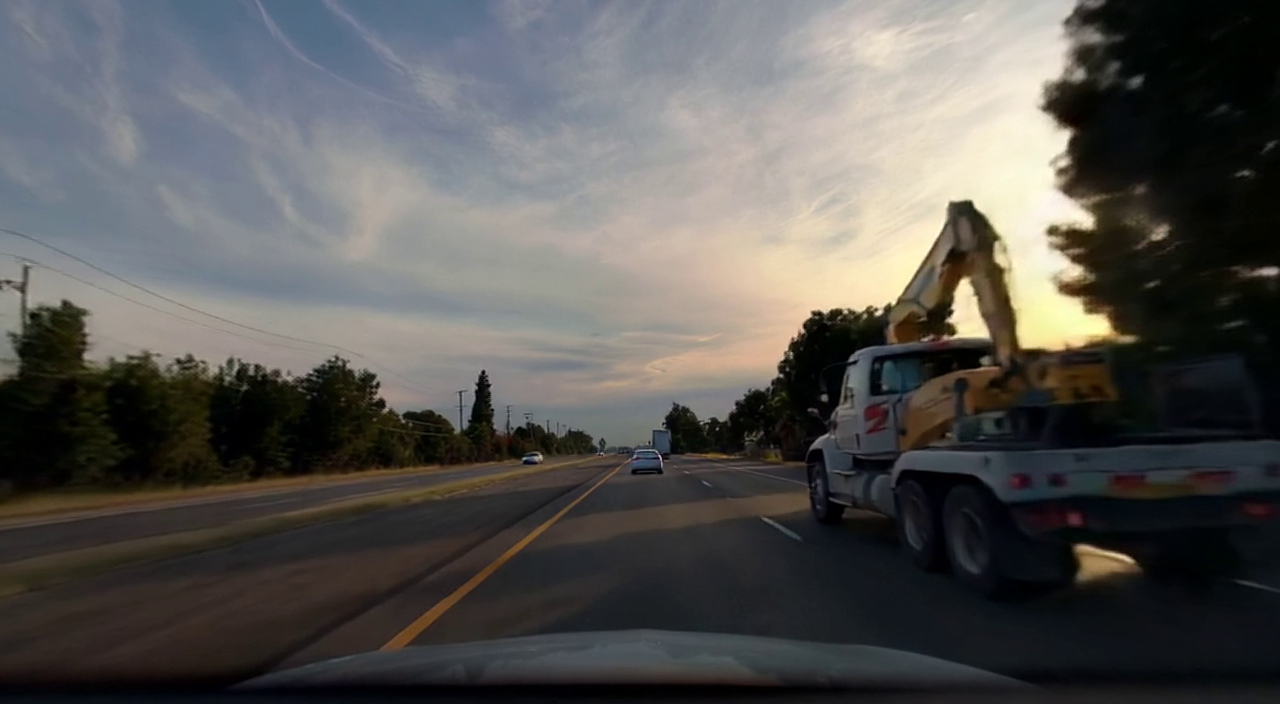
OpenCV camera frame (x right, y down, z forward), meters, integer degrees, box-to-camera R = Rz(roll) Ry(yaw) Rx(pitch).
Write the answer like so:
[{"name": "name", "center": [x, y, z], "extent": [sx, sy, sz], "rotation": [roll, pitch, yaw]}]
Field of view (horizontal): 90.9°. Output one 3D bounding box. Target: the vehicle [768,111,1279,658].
[{"name": "vehicle", "center": [4.095, 0.710, 8.107], "extent": [3.089, 3.568, 8.101], "rotation": [0, -9, 0]}]

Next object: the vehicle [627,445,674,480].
[{"name": "vehicle", "center": [0.468, 5.203, 29.890], "extent": [2.045, 1.527, 4.023], "rotation": [0, -9, 0]}]
